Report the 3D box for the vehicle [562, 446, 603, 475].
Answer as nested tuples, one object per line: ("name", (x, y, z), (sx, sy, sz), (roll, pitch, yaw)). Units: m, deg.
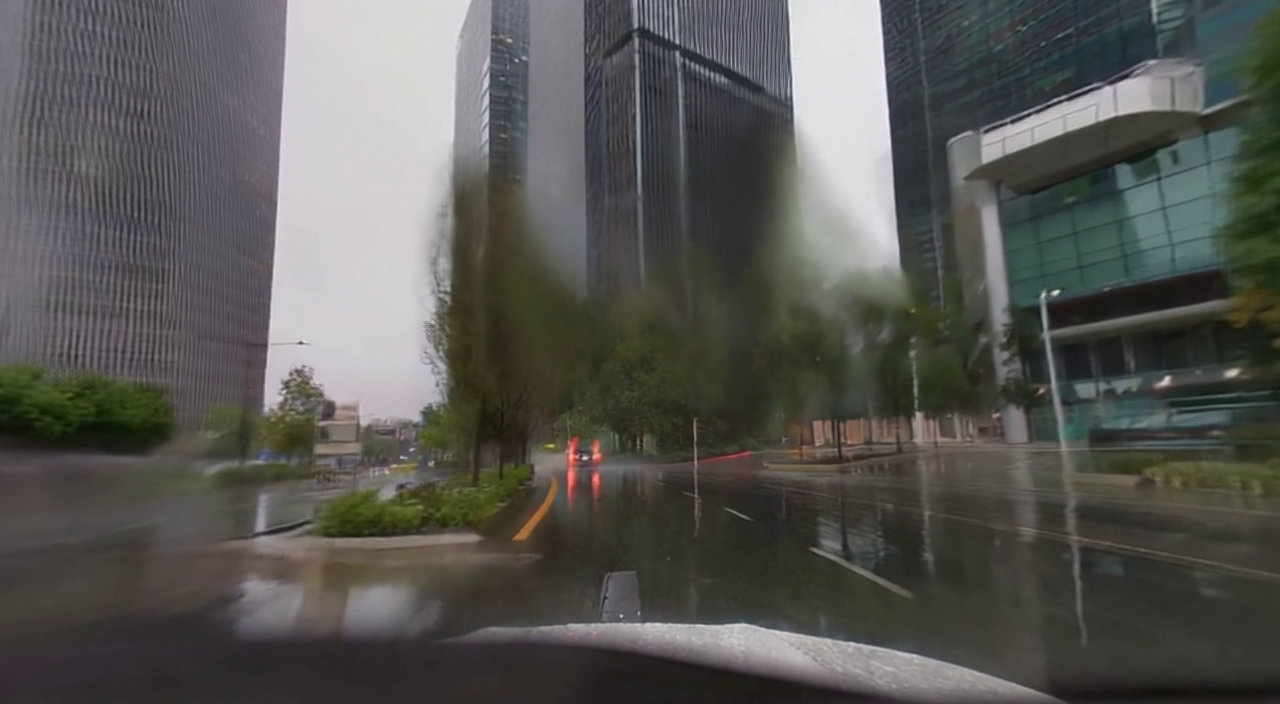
("vehicle", (-3.890, 7.229, 42.118), (2.129, 1.816, 4.851), (2, -9, -12))
